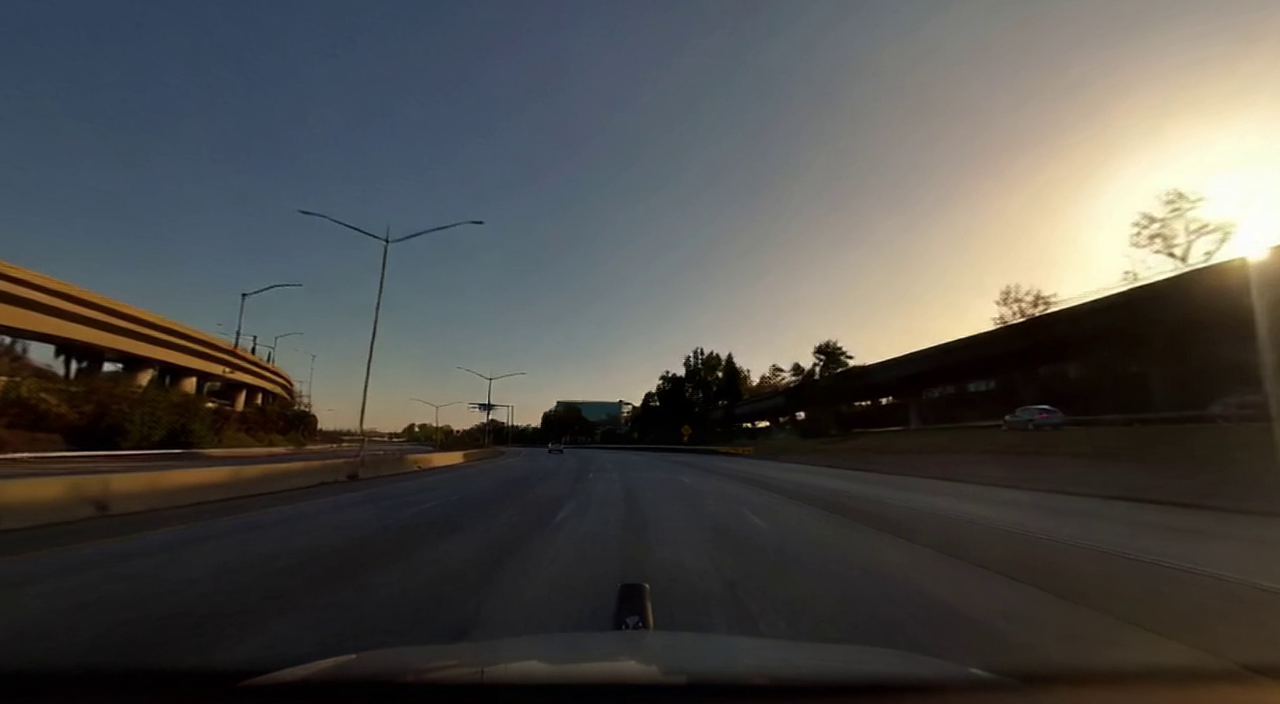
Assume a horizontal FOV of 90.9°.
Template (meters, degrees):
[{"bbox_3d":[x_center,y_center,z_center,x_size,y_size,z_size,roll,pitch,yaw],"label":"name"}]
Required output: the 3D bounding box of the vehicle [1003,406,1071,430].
[{"bbox_3d":[27.112,4.567,43.204,1.944,1.461,3.689,1,-8,-6],"label":"vehicle"}]
